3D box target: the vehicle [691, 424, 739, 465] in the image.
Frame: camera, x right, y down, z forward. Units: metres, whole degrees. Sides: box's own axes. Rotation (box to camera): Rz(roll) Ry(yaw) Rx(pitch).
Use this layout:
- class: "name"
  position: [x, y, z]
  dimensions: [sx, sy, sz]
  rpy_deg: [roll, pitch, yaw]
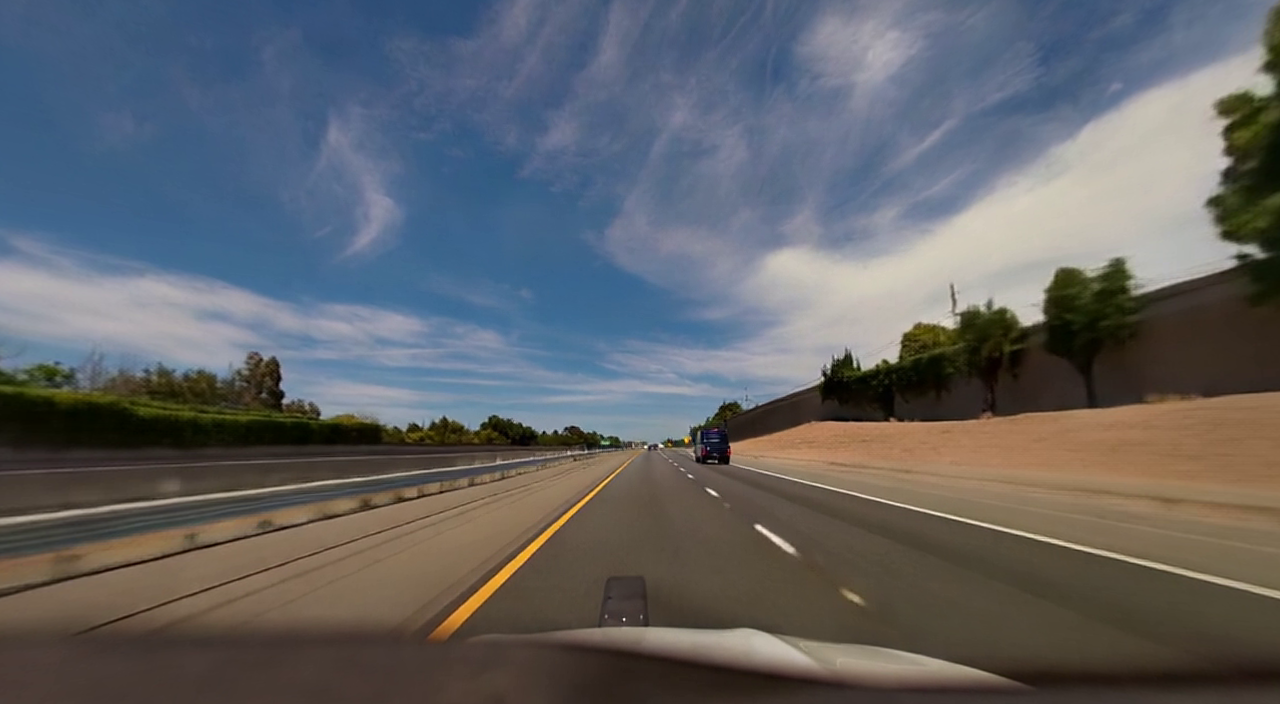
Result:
- class: "vehicle"
  position: [4.945, 6.233, 42.452]
  dimensions: [2.430, 2.495, 6.062]
  rpy_deg: [0, -9, 0]
